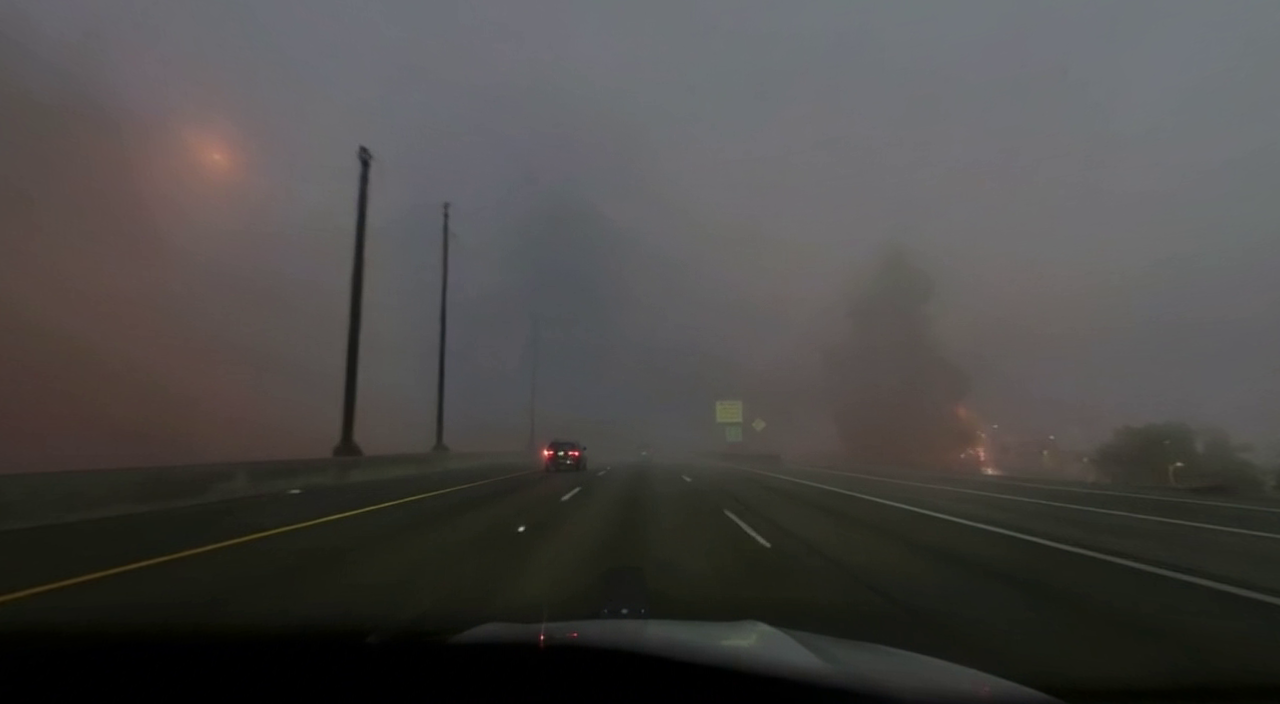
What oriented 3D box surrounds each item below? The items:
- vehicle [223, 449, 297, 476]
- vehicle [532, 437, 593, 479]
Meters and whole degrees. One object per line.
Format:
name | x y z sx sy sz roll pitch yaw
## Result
vehicle | -25.390 7.375 42.401 1.953 1.706 4.797 0 -8 0
vehicle | -3.354 4.661 28.027 2.072 1.706 4.359 0 -8 1
